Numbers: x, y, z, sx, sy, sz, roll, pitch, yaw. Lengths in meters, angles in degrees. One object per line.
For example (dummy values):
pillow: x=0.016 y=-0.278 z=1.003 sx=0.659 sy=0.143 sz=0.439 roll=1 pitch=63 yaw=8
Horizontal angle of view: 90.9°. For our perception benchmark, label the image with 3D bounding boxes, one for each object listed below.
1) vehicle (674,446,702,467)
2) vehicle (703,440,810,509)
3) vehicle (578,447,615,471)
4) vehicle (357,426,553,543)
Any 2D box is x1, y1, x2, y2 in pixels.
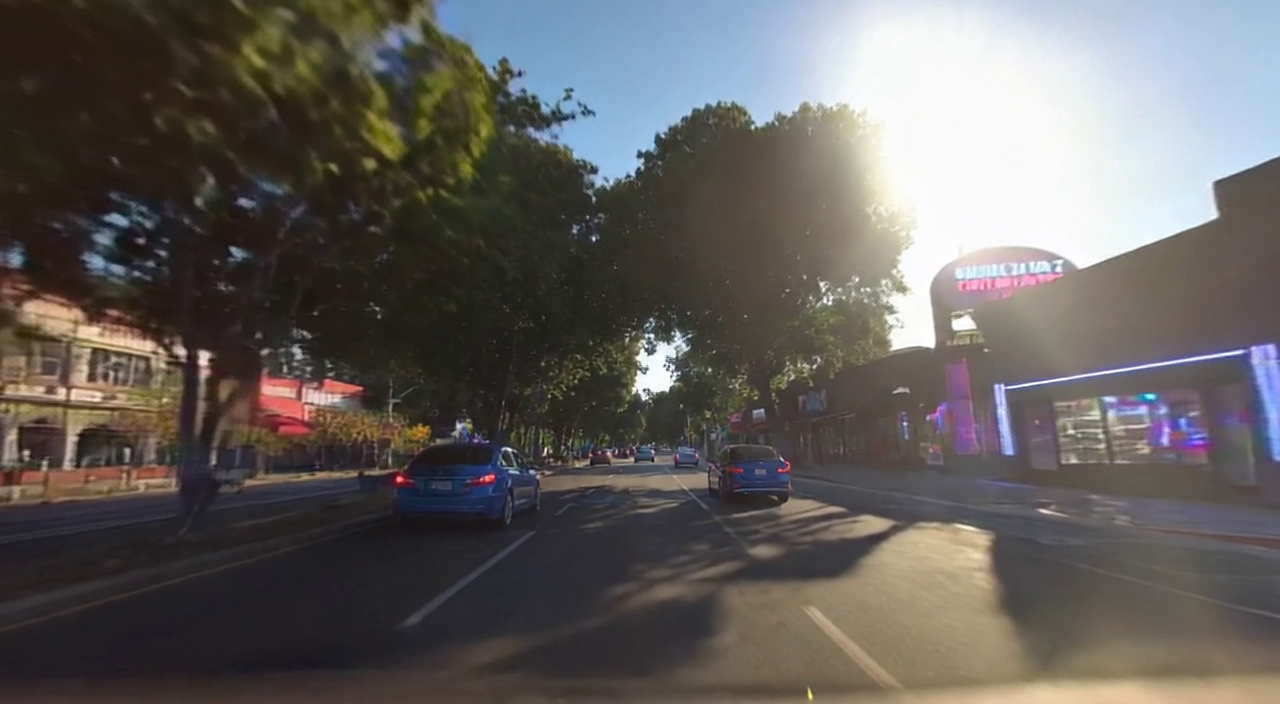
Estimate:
vehicle: x=3.749 y=8.204 z=49.605 sx=1.931 sy=1.552 sz=4.125 roll=-1 pitch=-9 yaw=1
vehicle: x=2.841 y=3.070 z=16.314 sx=1.946 sy=1.513 sz=4.133 roll=-1 pitch=-9 yaw=0
vehicle: x=-2.822 y=7.025 z=41.614 sx=2.040 sy=1.471 sz=4.211 roll=-1 pitch=-9 yaw=2
vehicle: x=-3.010 y=2.292 z=11.620 sx=2.032 sy=1.639 sz=5.037 roll=-1 pitch=-9 yaw=1
